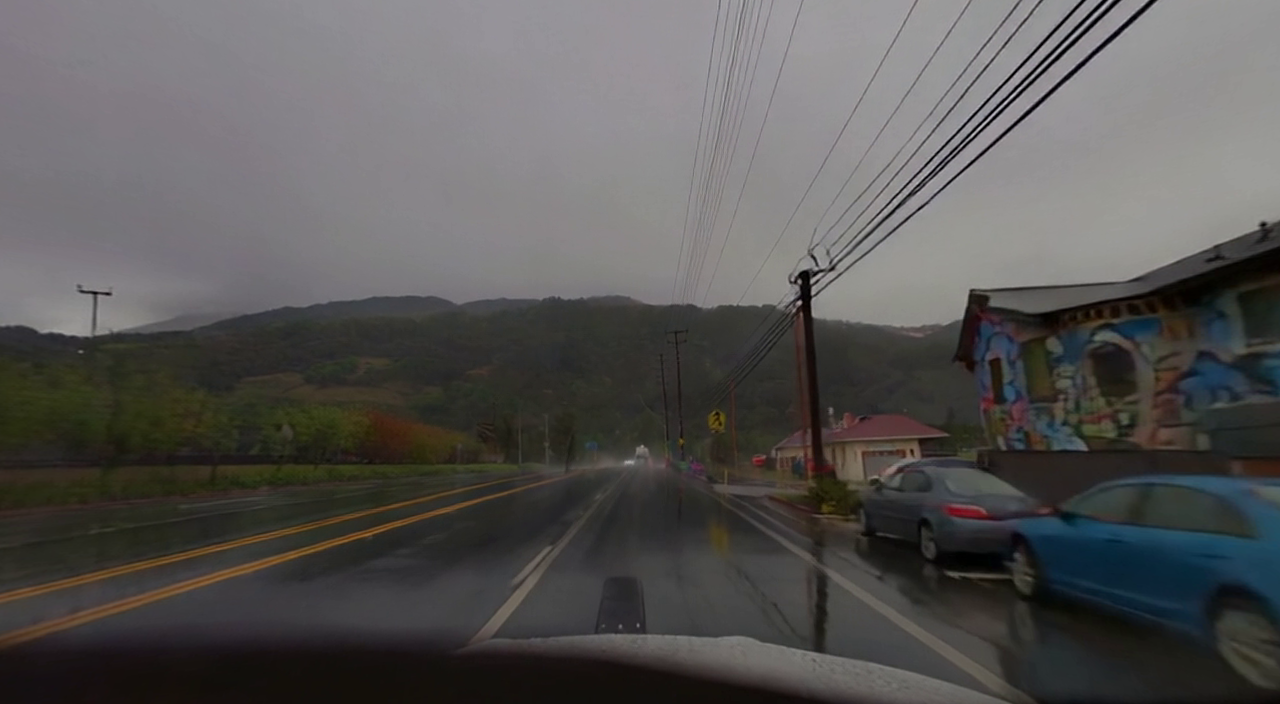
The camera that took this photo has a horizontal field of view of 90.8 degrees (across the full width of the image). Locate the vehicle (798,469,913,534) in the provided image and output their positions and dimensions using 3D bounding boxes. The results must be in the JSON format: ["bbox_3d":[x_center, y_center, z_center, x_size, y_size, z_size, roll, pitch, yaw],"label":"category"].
[{"bbox_3d":[5.990,4.181,18.130,1.926,1.497,3.988,0,-9,1],"label":"vehicle"}]

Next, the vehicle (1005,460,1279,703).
[{"bbox_3d":[5.630,1.855,5.525,2.056,1.693,4.803,0,-9,1],"label":"vehicle"}]

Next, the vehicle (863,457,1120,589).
[{"bbox_3d":[5.999,3.021,11.714,1.966,1.829,4.812,-2,-12,1],"label":"vehicle"}]

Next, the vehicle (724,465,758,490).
[{"bbox_3d":[6.783,8.436,42.605,1.781,1.432,4.169,0,-9,3],"label":"vehicle"}]
